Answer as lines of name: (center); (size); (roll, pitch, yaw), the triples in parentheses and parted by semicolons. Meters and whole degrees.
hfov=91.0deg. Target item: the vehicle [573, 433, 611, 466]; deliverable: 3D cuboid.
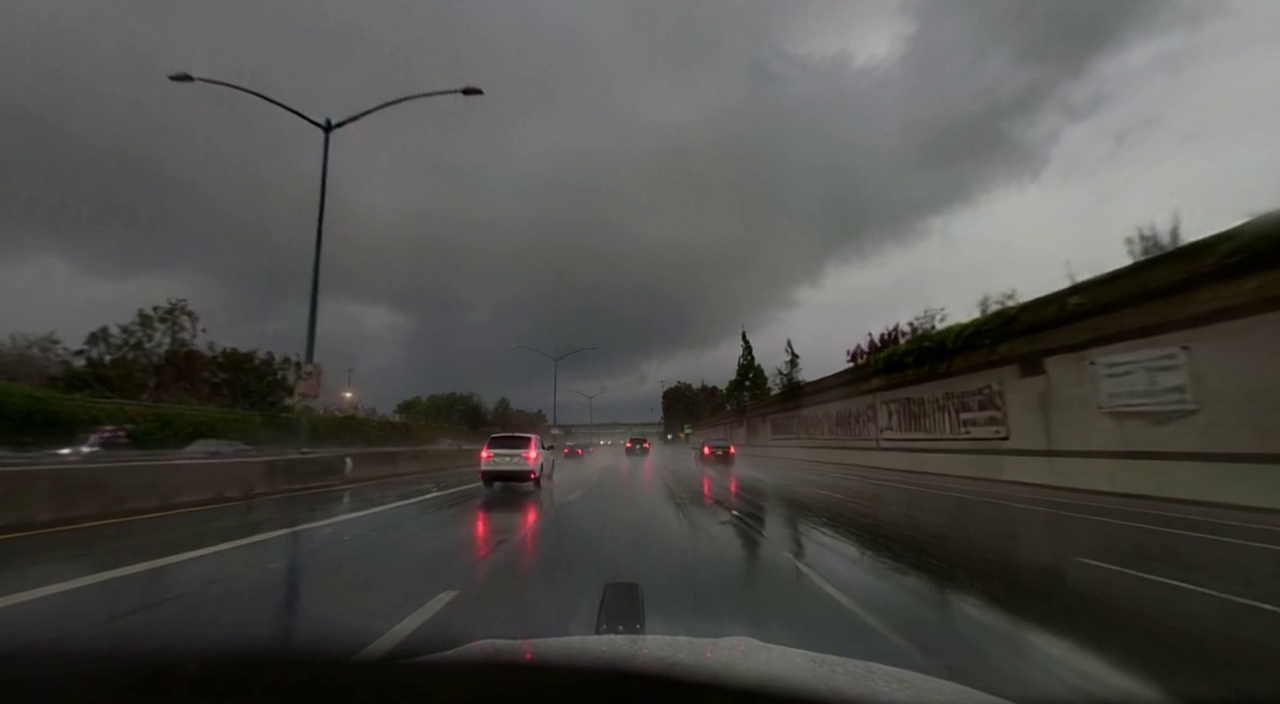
vehicle: (-3.372, 7.048, 45.472); (2.378, 2.214, 4.352); (0, -9, 0)

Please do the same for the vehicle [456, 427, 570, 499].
vehicle: (-3.544, 3.232, 18.791); (2.184, 1.819, 5.441); (0, -9, 1)

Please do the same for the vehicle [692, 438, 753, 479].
vehicle: (3.838, 5.053, 30.130); (2.224, 1.752, 4.487); (0, -9, -1)

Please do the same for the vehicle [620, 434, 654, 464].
vehicle: (-0.197, 7.525, 48.867); (2.485, 2.215, 5.199); (0, -9, 0)
